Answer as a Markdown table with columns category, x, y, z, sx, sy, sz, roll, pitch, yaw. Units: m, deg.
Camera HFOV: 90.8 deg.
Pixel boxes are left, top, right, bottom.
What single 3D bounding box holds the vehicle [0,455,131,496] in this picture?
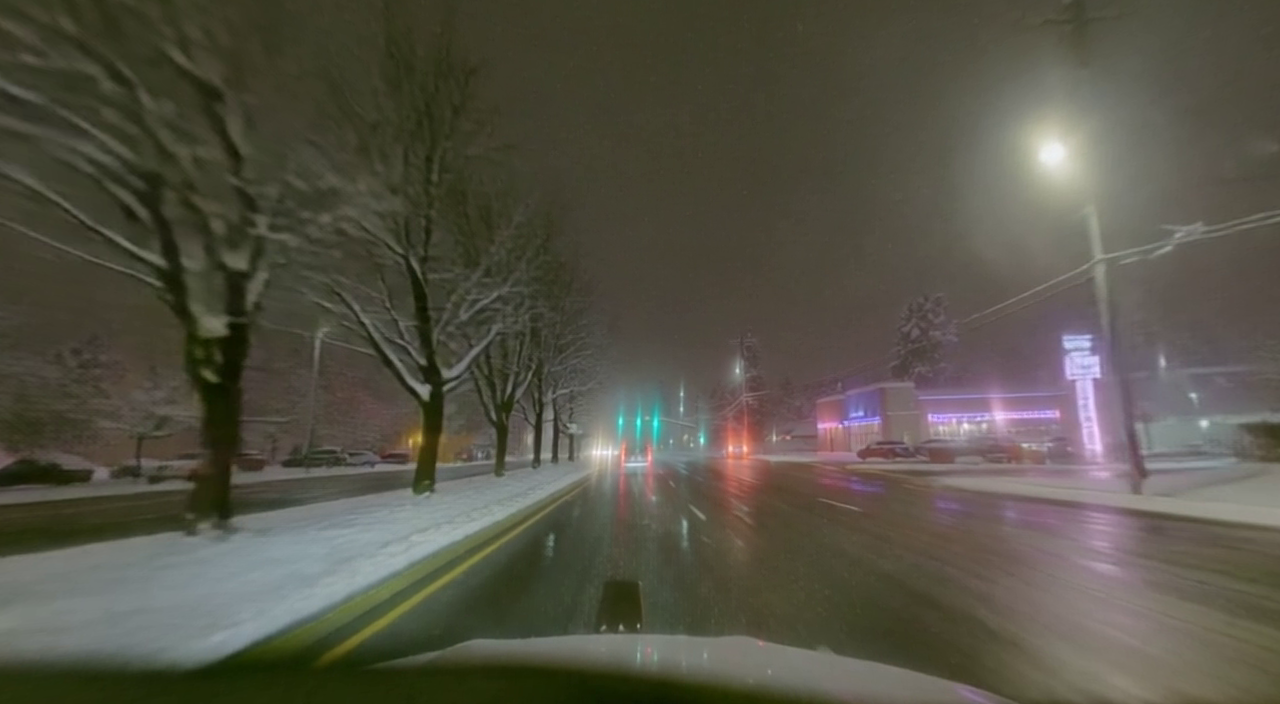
| category | x | y | z | sx | sy | sz | roll | pitch | yaw |
| --- | --- | --- | --- | --- | --- | --- | --- | --- | --- |
| vehicle | -24.008 | 5.046 | 26.274 | 1.915 | 1.460 | 4.717 | 0 | -8 | -3 |

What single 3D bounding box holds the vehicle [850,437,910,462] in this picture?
| category | x | y | z | sx | sy | sz | roll | pitch | yaw |
| --- | --- | --- | --- | --- | --- | --- | --- | --- | --- |
| vehicle | 18.653 | 7.615 | 49.448 | 2.253 | 1.771 | 5.722 | 0 | -8 | -2 |

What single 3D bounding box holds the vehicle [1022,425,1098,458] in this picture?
| category | x | y | z | sx | sy | sz | roll | pitch | yaw |
| --- | --- | --- | --- | --- | --- | --- | --- | --- | --- |
| vehicle | 32.780 | 7.046 | 49.561 | 2.209 | 2.346 | 5.394 | -2 | -8 | 2 |

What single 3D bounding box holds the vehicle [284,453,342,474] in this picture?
| category | x | y | z | sx | sy | sz | roll | pitch | yaw |
| --- | --- | --- | --- | --- | --- | --- | --- | --- | --- |
| vehicle | -24.775 | 8.421 | 48.079 | 1.893 | 1.451 | 4.809 | 0 | -8 | -1 |

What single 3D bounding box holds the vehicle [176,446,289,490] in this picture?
| category | x | y | z | sx | sy | sz | roll | pitch | yaw |
| --- | --- | --- | --- | --- | --- | --- | --- | --- | --- |
| vehicle | -19.315 | 5.478 | 30.303 | 2.129 | 1.794 | 4.967 | -2 | -8 | 0 |

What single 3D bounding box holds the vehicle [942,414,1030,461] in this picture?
| category | x | y | z | sx | sy | sz | roll | pitch | yaw |
| --- | --- | --- | --- | --- | --- | --- | --- | --- | --- |
| vehicle | 27.014 | 6.763 | 49.766 | 2.764 | 3.374 | 7.305 | 0 | -8 | 0 |

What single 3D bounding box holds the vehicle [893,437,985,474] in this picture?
| category | x | y | z | sx | sy | sz | roll | pitch | yaw |
| --- | --- | --- | --- | --- | --- | --- | --- | --- | --- |
| vehicle | 15.873 | 5.527 | 33.931 | 2.377 | 1.783 | 5.145 | 0 | -8 | -1 |

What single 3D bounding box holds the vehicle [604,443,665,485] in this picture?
| category | x | y | z | sx | sy | sz | roll | pitch | yaw |
| --- | --- | --- | --- | --- | --- | --- | --- | --- | --- |
| vehicle | -0.220 | 4.359 | 24.935 | 2.185 | 1.473 | 3.925 | 0 | -8 | -1 |
